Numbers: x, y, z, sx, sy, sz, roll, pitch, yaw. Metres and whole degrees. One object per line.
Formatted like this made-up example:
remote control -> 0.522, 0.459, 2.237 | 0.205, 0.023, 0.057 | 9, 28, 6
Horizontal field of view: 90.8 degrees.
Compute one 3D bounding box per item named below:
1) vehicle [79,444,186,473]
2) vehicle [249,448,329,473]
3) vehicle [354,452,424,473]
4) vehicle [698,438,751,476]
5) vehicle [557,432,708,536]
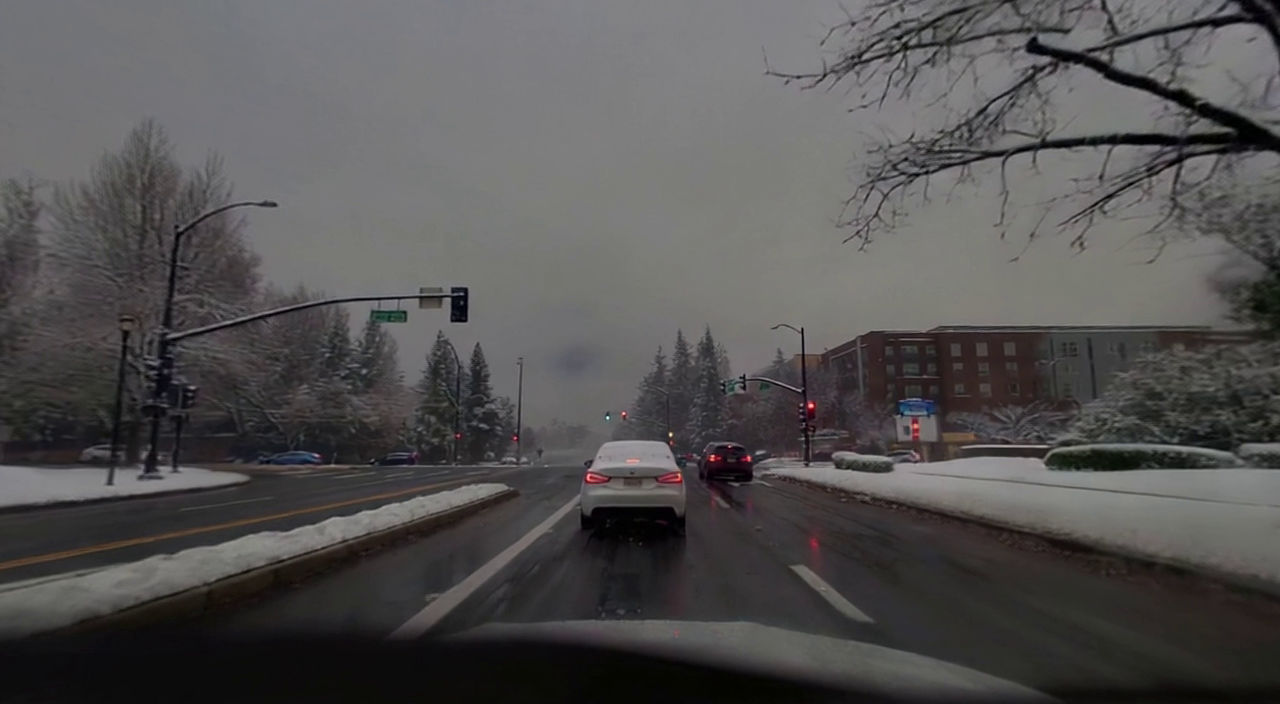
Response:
vehicle -> -32.439, 6.806, 40.537 | 4.877, 1.754, 1.978 | 2, -9, -11
vehicle -> -25.305, 7.814, 45.736 | 4.575, 1.718, 2.008 | 2, -9, -11
vehicle -> -18.689, 8.216, 47.211 | 4.548, 1.449, 1.802 | 2, -9, -12
vehicle -> 4.362, 5.523, 33.467 | 2.092, 1.851, 4.913 | 0, -9, 0
vehicle -> -0.072, 2.230, 11.310 | 2.173, 1.479, 4.264 | 0, -9, 1
